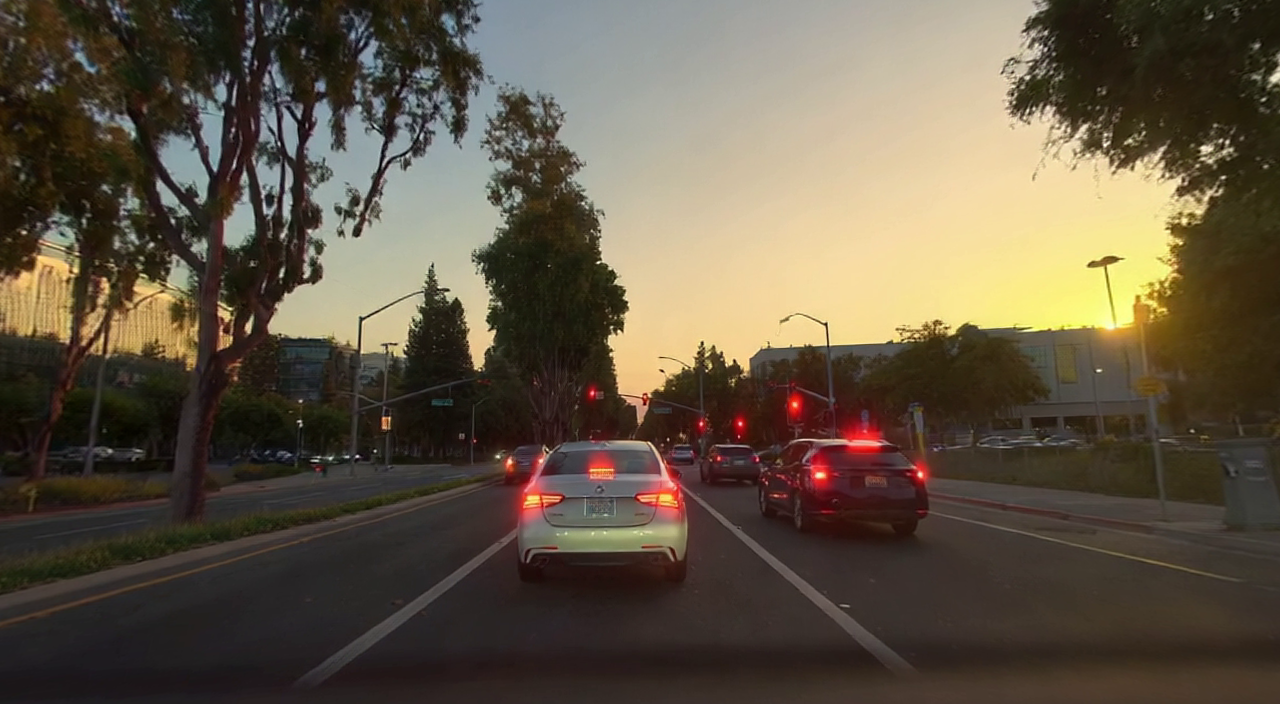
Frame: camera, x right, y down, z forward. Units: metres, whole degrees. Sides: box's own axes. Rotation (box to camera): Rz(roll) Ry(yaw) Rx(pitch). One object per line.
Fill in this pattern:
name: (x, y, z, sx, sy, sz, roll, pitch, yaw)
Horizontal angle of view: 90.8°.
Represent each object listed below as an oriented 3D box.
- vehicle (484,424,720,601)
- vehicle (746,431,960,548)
vehicle: (-0.351, 1.639, 7.237, 2.006, 1.487, 3.535, 0, -9, -1)
vehicle: (3.116, 2.100, 10.340, 1.910, 1.474, 4.263, 0, -9, -2)
